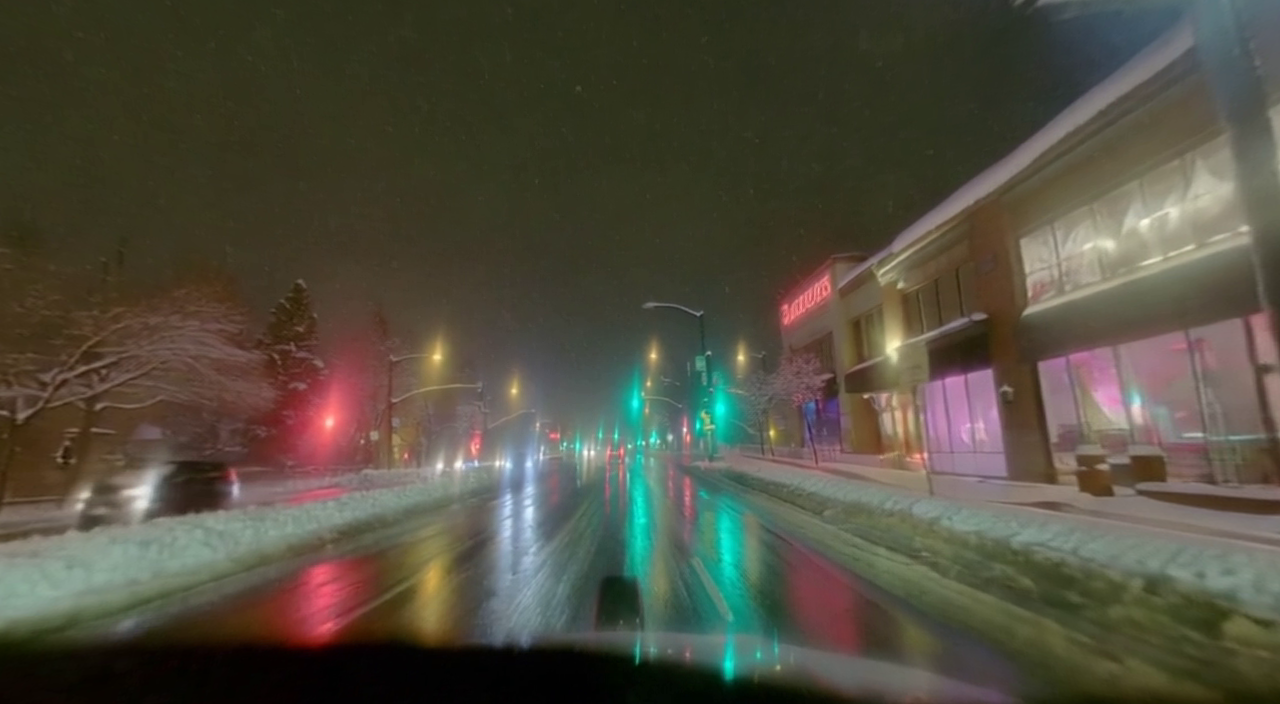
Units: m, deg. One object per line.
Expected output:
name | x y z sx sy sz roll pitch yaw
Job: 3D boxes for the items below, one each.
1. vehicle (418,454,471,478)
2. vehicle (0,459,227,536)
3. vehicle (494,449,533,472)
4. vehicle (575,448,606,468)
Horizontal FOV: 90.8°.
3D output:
vehicle | -13.019 7.599 42.348 1.949 1.481 4.746 0 -9 1
vehicle | -12.469 3.423 15.413 1.876 1.530 4.198 0 -9 0
vehicle | -9.681 8.341 48.799 2.010 1.615 4.536 -1 -9 1
vehicle | -3.722 7.983 47.842 1.962 1.420 4.021 -1 -9 1
